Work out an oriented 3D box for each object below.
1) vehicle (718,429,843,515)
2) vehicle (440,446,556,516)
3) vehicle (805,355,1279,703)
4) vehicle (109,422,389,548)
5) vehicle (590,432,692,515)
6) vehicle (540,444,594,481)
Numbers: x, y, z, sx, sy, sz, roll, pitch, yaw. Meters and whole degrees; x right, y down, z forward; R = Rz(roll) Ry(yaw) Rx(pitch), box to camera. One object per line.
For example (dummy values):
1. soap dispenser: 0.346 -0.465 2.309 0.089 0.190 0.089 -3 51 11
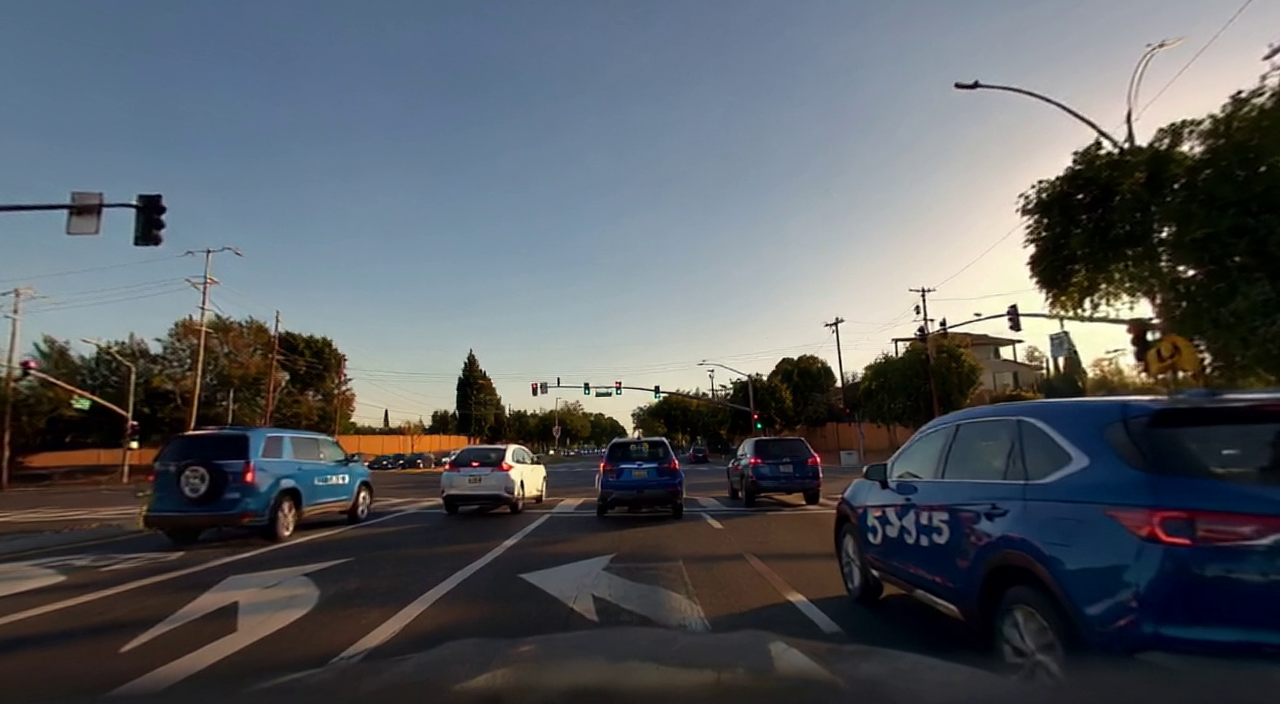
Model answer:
1. vehicle: 3.267 2.902 15.778 1.999 1.789 4.583 0 -9 -1
2. vehicle: -3.317 3.089 15.712 1.881 1.466 4.484 0 -9 0
3. vehicle: 2.782 1.165 4.410 2.034 1.655 4.465 0 -9 0
4. vehicle: -6.624 2.285 11.555 2.116 1.812 4.609 0 -9 0
5. vehicle: 0.014 2.853 15.246 2.111 1.712 4.078 0 -9 0
6. vehicle: -3.419 5.275 30.379 1.939 1.652 4.268 0 -9 1
